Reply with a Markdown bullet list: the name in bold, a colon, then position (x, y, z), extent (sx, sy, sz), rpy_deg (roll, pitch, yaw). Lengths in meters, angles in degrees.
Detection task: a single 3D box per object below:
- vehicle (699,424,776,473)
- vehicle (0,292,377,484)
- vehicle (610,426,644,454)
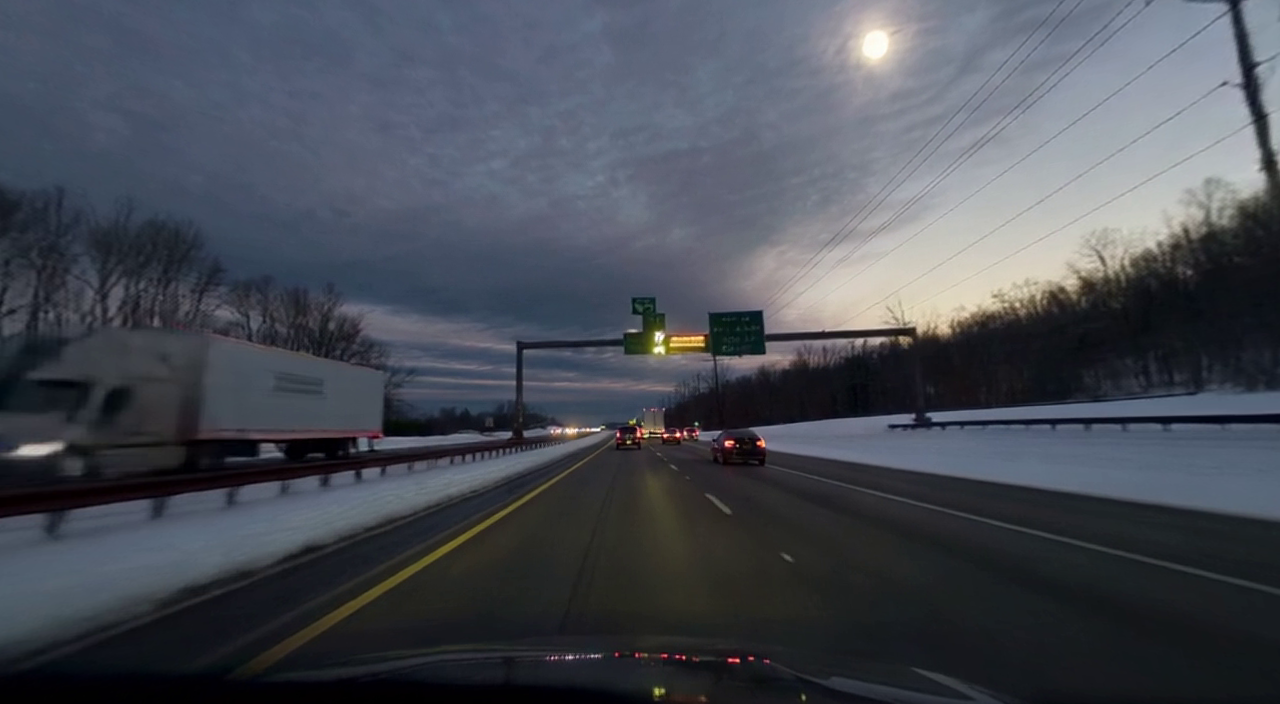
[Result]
- **vehicle**: position (3.417, 3.457, 22.777), extent (2.062, 1.581, 3.914), rpy_deg (0, -8, -1)
- **vehicle**: position (-12.782, 1.660, 20.227), extent (2.921, 4.095, 13.845), rpy_deg (0, -8, -1)
- **vehicle**: position (-0.824, 5.502, 39.304), extent (2.019, 1.642, 3.790), rpy_deg (0, -8, -1)
